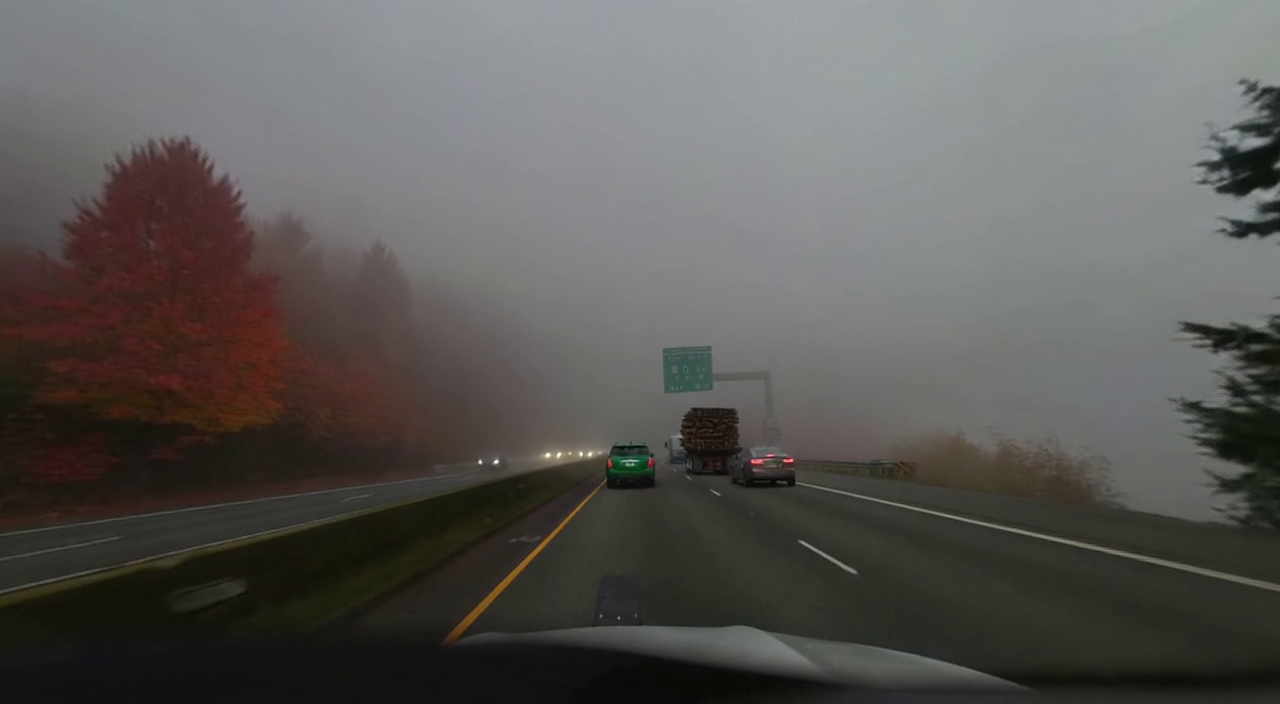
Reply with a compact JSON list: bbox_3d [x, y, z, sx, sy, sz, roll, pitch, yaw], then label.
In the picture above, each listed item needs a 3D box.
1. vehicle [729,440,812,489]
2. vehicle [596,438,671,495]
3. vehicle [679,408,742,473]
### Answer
[{"bbox_3d":[4.826,4.221,23.914,2.057,1.660,4.525,0,-9,-2],"label":"vehicle"},{"bbox_3d":[-0.207,3.790,21.052,2.263,1.699,3.936,0,-9,0],"label":"vehicle"},{"bbox_3d":[4.581,6.073,42.709,3.125,3.895,8.461,0,-9,-1],"label":"vehicle"}]
